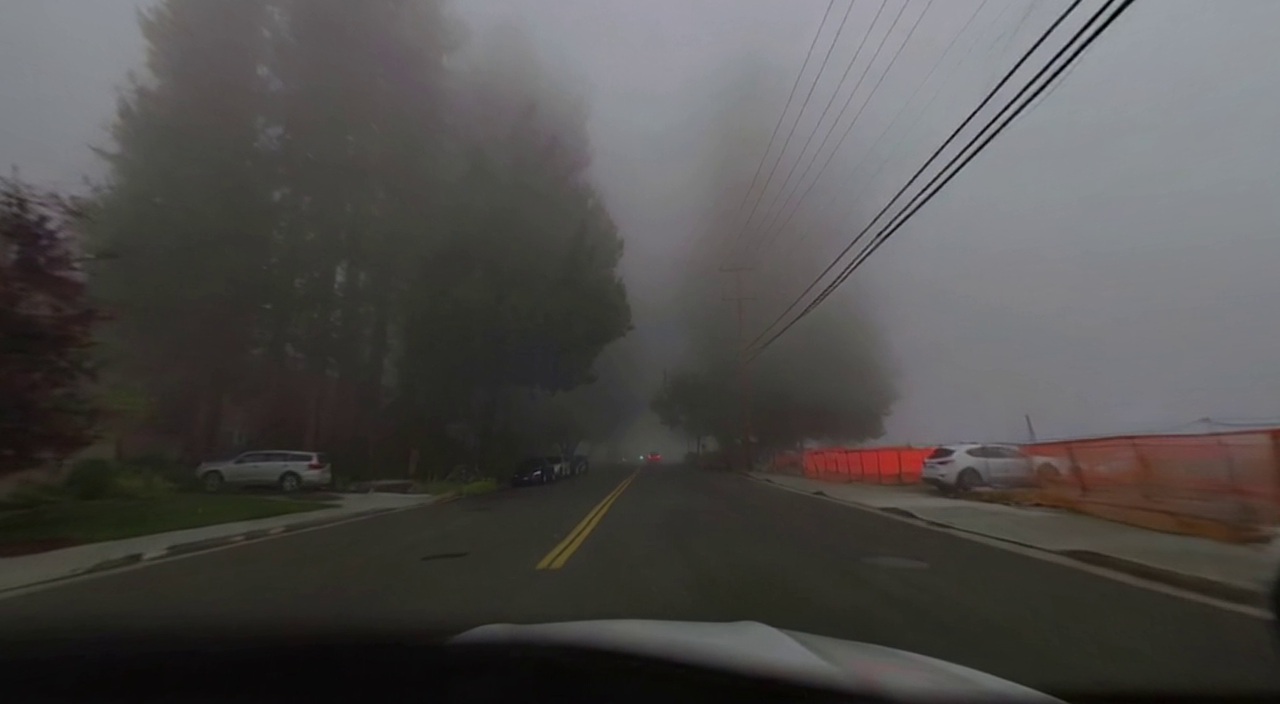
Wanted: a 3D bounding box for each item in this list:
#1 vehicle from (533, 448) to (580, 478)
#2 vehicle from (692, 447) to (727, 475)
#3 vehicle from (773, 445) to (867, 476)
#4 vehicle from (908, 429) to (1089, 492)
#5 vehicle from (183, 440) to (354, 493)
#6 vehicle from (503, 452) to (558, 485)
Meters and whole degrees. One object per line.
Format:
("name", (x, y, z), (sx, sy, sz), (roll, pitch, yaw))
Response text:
("vehicle", (-5.362, 7.286, 41.245), (2.158, 1.837, 4.659), (-1, -11, 3))
("vehicle", (4.893, 7.758, 44.935), (2.134, 1.863, 4.455), (0, -9, 2))
("vehicle", (10.683, 6.447, 37.719), (4.920, 1.759, 1.998), (0, -10, -2))
("vehicle", (11.198, 3.437, 20.033), (4.399, 1.884, 2.071), (0, -10, -1))
("vehicle", (-13.097, 4.060, 22.516), (4.752, 1.734, 1.998), (0, -10, 1))
("vehicle", (-5.802, 6.218, 33.953), (1.771, 1.512, 4.281), (4, -9, 5))
